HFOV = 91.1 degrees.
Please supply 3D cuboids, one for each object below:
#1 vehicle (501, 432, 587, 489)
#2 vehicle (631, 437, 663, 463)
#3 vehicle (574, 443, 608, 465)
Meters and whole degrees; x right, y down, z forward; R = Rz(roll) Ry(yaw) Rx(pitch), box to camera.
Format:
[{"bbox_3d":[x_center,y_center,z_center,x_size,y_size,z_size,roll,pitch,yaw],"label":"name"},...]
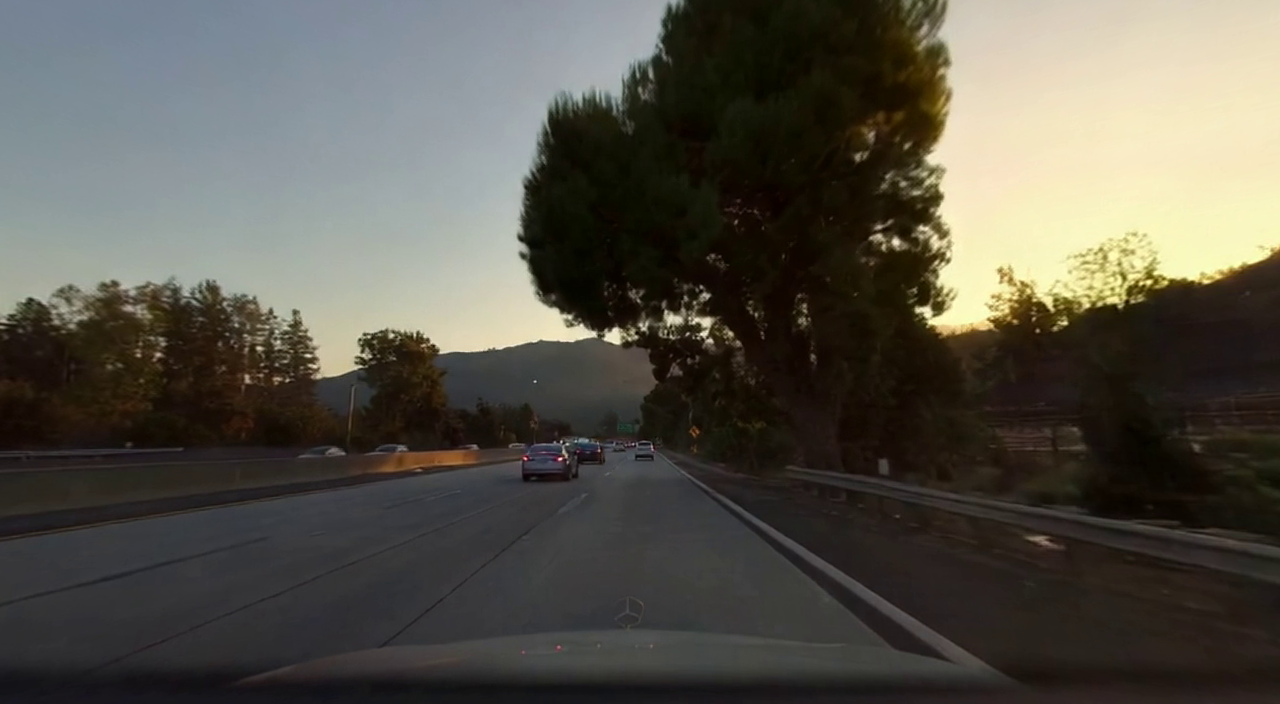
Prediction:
[{"bbox_3d":[-3.024,3.528,20.737,2.056,1.679,4.204,0,-8,1],"label":"vehicle"},{"bbox_3d":[0.491,7.321,46.955,2.285,1.797,4.478,0,-8,0],"label":"vehicle"},{"bbox_3d":[-3.401,7.149,44.261,2.055,1.431,3.921,0,-8,1],"label":"vehicle"}]
